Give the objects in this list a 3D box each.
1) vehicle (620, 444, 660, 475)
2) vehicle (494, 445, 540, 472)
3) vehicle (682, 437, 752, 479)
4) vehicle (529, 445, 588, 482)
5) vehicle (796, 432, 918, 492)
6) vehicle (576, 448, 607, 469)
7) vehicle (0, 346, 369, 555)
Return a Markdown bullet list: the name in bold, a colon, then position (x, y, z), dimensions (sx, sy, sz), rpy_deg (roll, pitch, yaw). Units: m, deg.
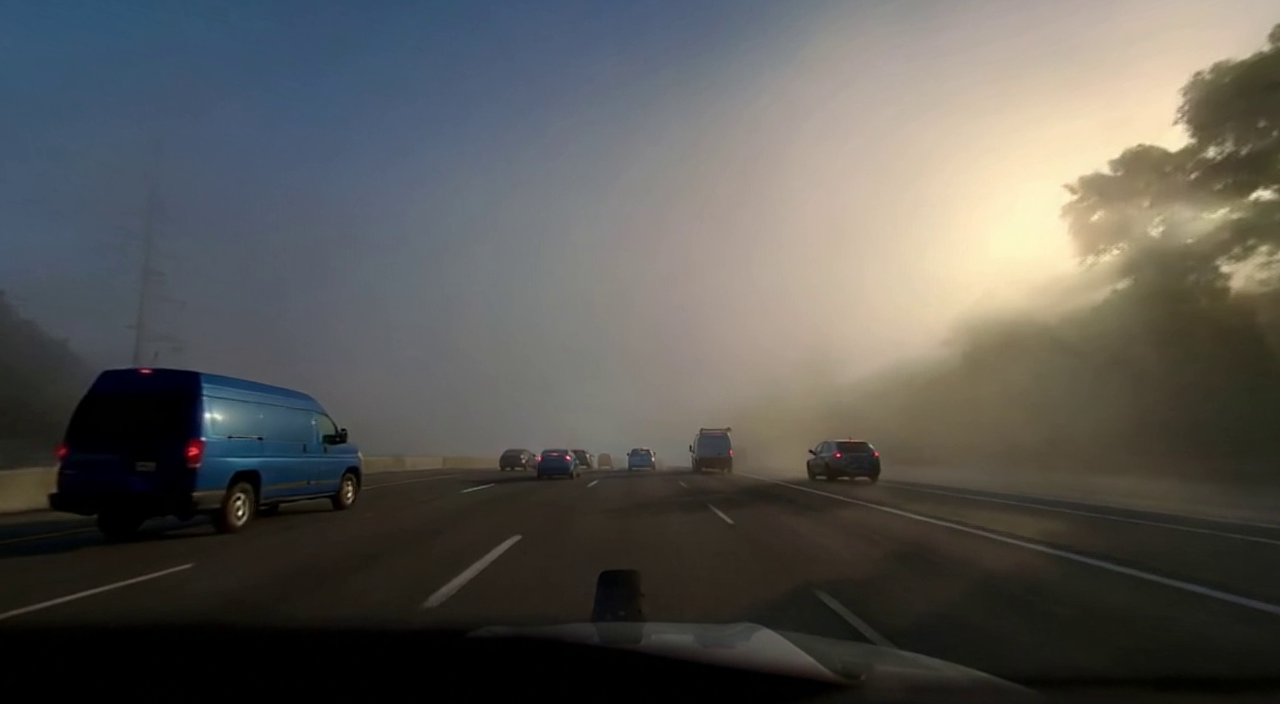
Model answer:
- **vehicle**: position (0.010, 5.950, 35.218), dimensions (2.115, 1.617, 4.102), rpy_deg (0, -9, 1)
- **vehicle**: position (-7.638, 6.655, 39.558), dimensions (1.961, 1.562, 4.301), rpy_deg (0, -9, 1)
- **vehicle**: position (3.700, 5.254, 31.551), dimensions (2.777, 1.895, 5.710), rpy_deg (0, -9, 0)
- **vehicle**: position (-3.493, 4.860, 27.733), dimensions (1.970, 1.483, 4.071), rpy_deg (0, -9, 1)
- **vehicle**: position (7.422, 3.832, 22.430), dimensions (2.304, 1.840, 5.706), rpy_deg (0, -9, 0)
- **vehicle**: position (-3.555, 7.885, 47.100), dimensions (1.987, 1.466, 4.341), rpy_deg (0, -9, 0)
- **vehicle**: position (-7.563, 1.748, 11.498), dimensions (2.336, 2.708, 6.421), rpy_deg (0, -9, 0)
